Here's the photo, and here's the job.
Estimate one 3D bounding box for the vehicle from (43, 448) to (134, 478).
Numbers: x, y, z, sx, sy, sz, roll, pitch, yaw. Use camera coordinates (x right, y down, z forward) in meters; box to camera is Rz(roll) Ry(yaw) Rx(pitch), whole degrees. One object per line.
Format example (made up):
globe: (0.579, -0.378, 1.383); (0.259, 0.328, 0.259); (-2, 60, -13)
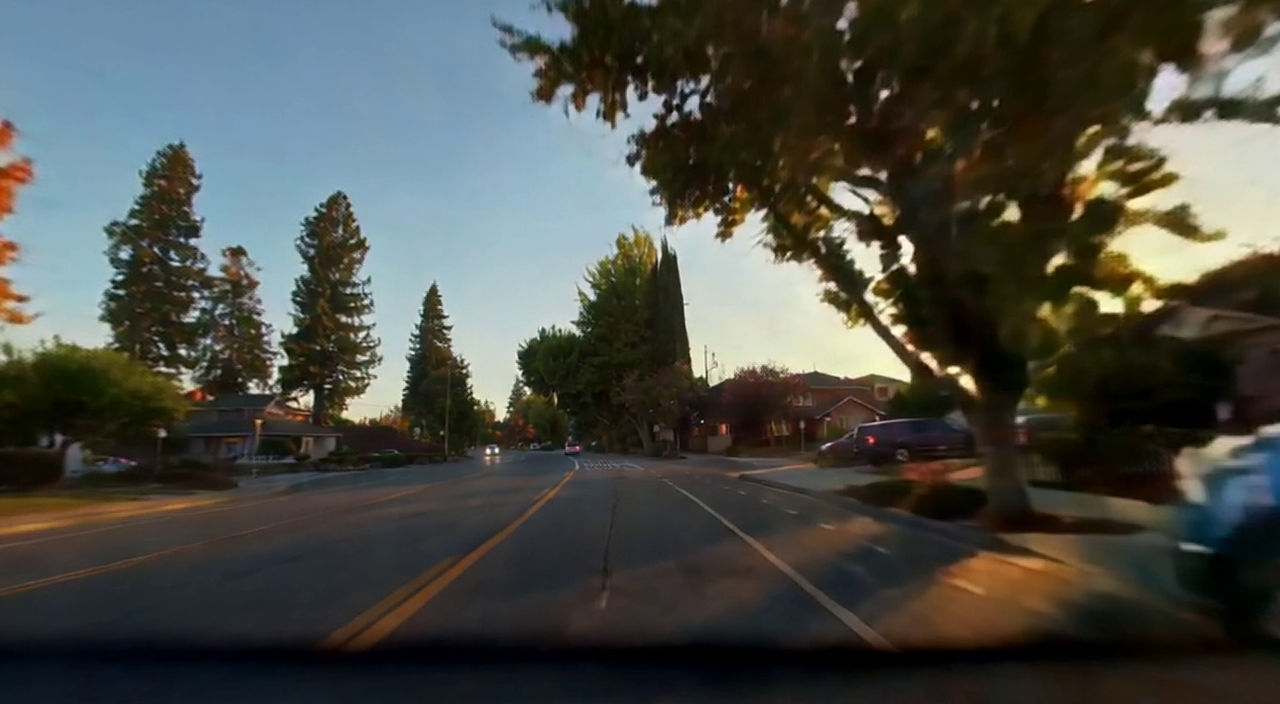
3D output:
vehicle: (-41.548, 8.327, 47.805); (2.216, 2.031, 5.521); (1, -8, -5)

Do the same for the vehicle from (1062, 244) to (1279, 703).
vehicle: (4.435, 0.376, 0.548); (2.794, 2.437, 7.684); (0, -8, 0)

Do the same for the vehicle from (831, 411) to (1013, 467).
vehicle: (10.956, 3.438, 24.940); (5.949, 2.092, 2.570); (0, -8, -3)

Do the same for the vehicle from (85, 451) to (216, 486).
vehicle: (-26.504, 6.306, 34.398); (5.067, 1.792, 2.217); (1, -8, -10)
